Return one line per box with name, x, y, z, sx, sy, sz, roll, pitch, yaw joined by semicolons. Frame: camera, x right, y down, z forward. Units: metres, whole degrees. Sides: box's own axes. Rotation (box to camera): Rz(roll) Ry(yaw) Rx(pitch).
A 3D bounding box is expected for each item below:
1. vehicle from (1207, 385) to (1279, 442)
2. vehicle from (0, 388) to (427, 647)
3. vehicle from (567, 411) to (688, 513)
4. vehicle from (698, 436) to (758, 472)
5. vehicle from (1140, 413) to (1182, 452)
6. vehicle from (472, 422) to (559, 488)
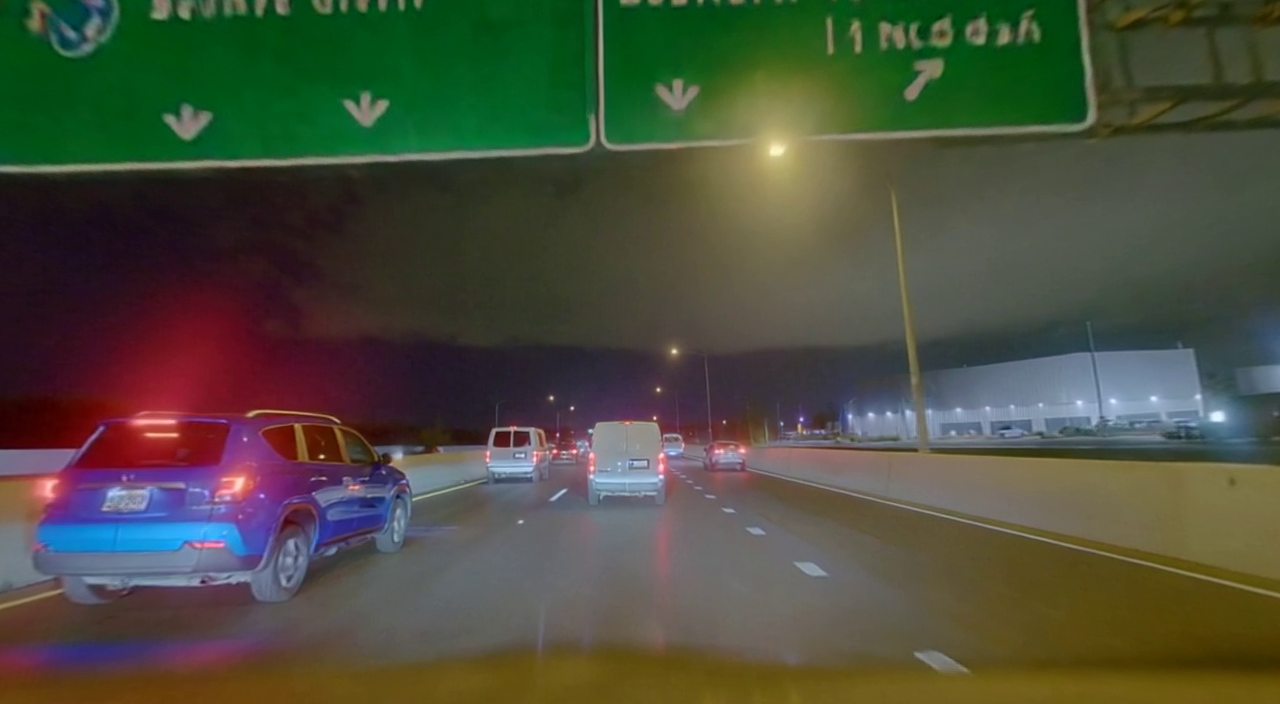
vehicle;36.296;3.612;36.266;2.528;3.094;4.804;-1;-8;1
vehicle;-3.888;1.406;6.419;1.972;1.703;4.333;0;-8;-1
vehicle;-0.291;2.411;14.293;2.304;1.925;4.282;0;-8;-1
vehicle;3.880;4.579;28.425;1.999;1.494;3.833;0;-8;-2
vehicle;30.806;4.769;37.242;1.480;2.238;1.864;-6;-10;33
vehicle;-3.990;3.382;20.932;2.038;1.936;4.300;0;-8;-1
